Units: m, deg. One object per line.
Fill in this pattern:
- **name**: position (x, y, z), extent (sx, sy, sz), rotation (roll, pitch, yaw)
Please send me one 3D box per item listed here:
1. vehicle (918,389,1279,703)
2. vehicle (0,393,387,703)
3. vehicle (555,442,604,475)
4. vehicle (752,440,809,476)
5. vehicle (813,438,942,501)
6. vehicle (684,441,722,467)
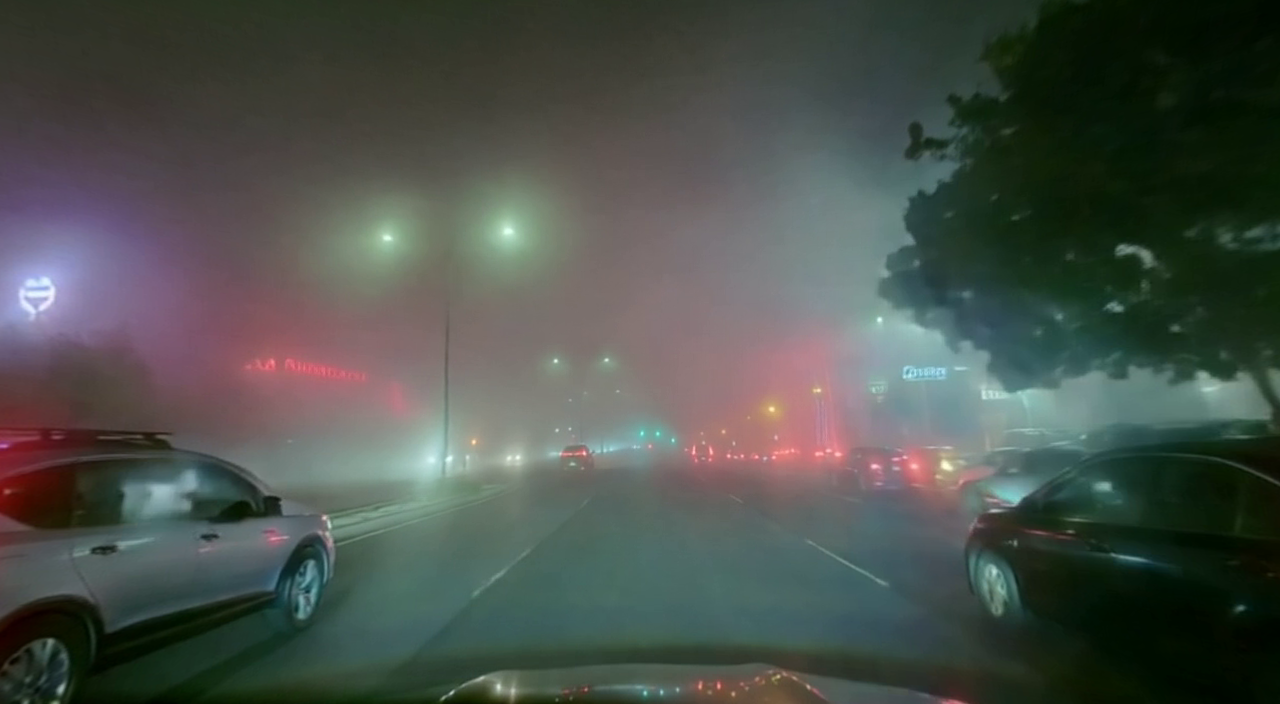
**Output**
- **vehicle**: position (3.344, 0.995, 3.007), extent (1.981, 1.499, 4.536), rotation (0, -8, 0)
- **vehicle**: position (-3.597, 1.095, 3.637), extent (2.155, 1.504, 4.776), rotation (-1, -8, 2)
- **vehicle**: position (-2.889, 5.201, 31.040), extent (1.917, 1.511, 4.436), rotation (0, -8, 1)
- **vehicle**: position (7.652, 5.798, 34.778), extent (2.003, 1.789, 4.718), rotation (0, -8, -1)
- **vehicle**: position (7.055, 3.504, 19.293), extent (2.077, 1.666, 4.342), rotation (0, -8, -3)
- **vehicle**: position (4.205, 6.890, 42.711), extent (2.007, 1.683, 4.171), rotation (0, -8, -2)
